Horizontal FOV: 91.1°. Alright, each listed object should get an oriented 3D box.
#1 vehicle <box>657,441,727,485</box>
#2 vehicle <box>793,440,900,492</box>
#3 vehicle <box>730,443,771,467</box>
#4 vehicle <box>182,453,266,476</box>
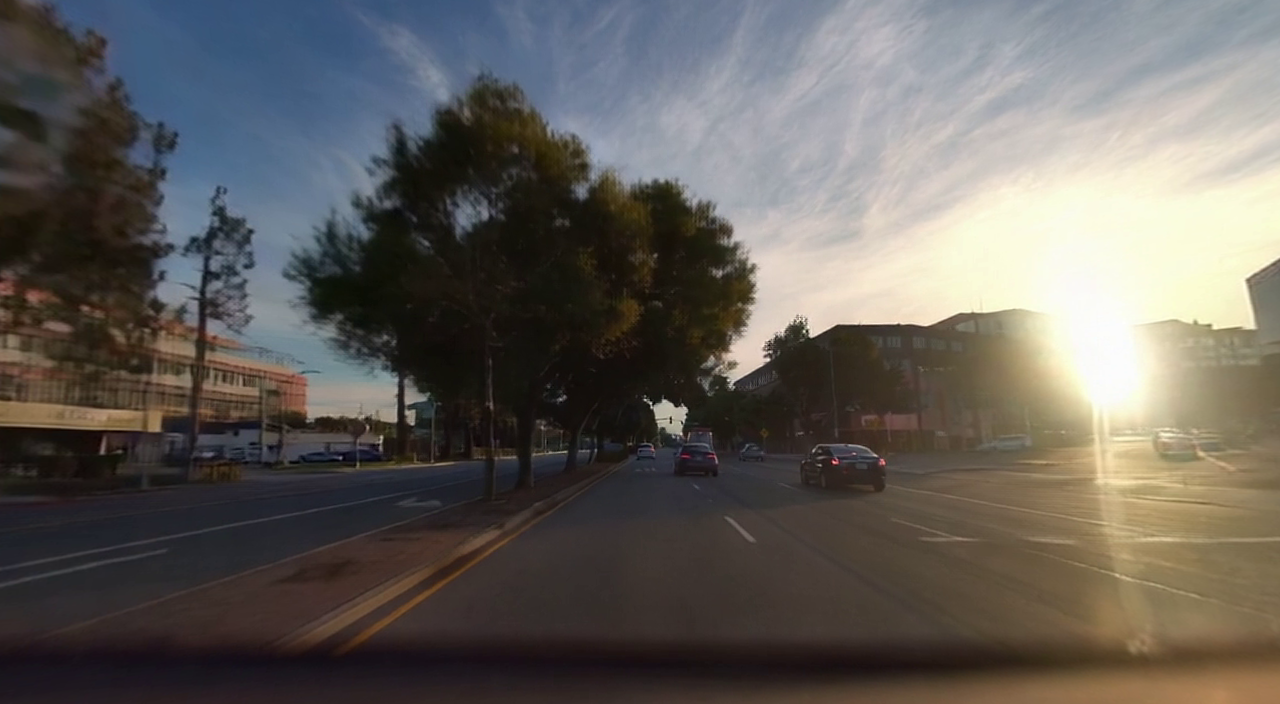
[{"bbox_3d":[1.809,4.057,23.317,1.971,1.479,4.493,0,-8,-3],"label":"vehicle"},{"bbox_3d":[6.487,3.601,20.309,1.918,1.484,4.456,0,-8,0],"label":"vehicle"},{"bbox_3d":[7.245,6.809,41.556,1.930,1.479,4.477,0,-8,1],"label":"vehicle"},{"bbox_3d":[-29.083,7.865,43.986,4.510,1.504,2.005,-1,-8,3],"label":"vehicle"}]
